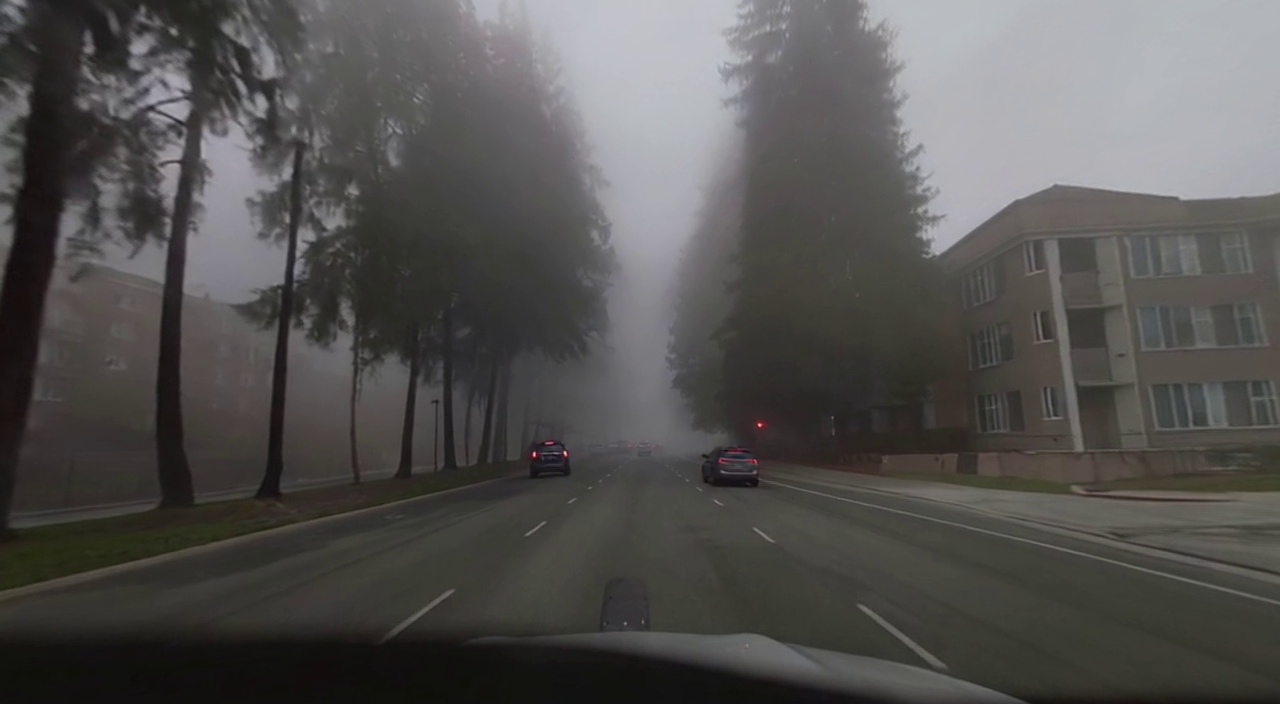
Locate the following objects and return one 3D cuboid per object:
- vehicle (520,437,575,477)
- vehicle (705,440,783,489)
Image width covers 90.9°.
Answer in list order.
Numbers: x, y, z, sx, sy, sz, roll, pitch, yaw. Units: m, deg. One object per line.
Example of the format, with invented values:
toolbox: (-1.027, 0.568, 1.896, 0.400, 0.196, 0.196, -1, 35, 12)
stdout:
vehicle: (-4.578, 5.282, 32.008, 2.216, 1.828, 4.886, 0, -9, -2)
vehicle: (3.476, 3.837, 21.881, 1.945, 1.530, 4.320, 0, -8, 0)
